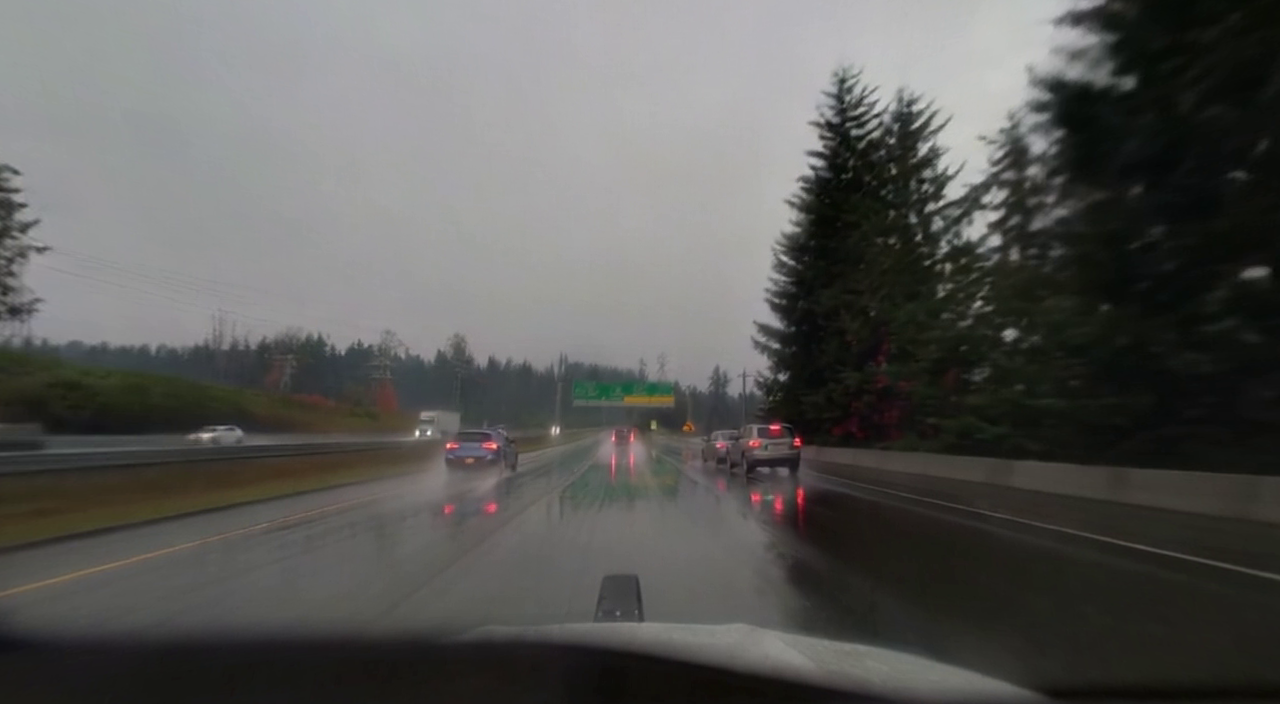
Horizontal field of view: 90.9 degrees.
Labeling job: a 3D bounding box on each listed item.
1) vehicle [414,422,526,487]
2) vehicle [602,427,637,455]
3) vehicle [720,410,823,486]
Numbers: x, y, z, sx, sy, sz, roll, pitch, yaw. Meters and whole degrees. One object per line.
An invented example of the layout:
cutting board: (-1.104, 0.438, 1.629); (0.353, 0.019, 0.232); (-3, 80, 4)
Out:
vehicle: (-4.582, 2.808, 17.716); (2.100, 1.590, 4.077); (0, -7, -1)
vehicle: (-1.323, 5.699, 40.504); (2.159, 1.690, 3.720); (0, -7, -3)
vehicle: (3.550, 2.627, 17.651); (1.976, 1.905, 3.263); (0, -7, -3)
